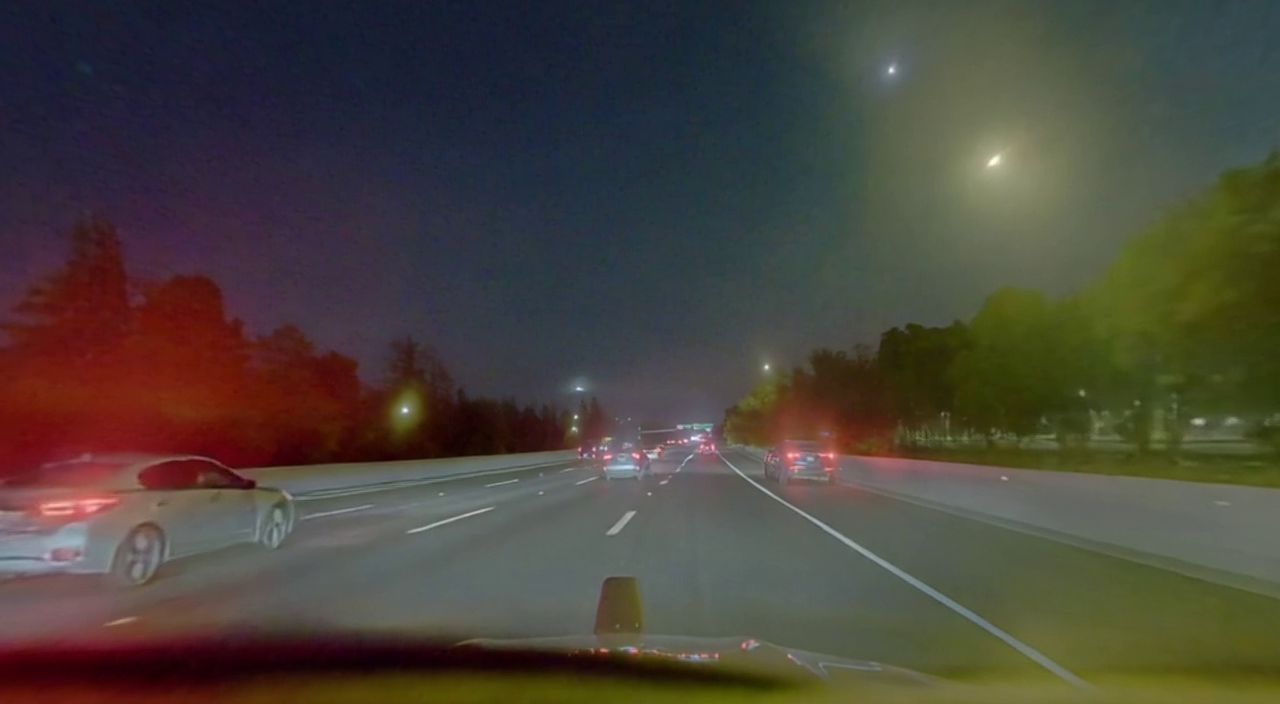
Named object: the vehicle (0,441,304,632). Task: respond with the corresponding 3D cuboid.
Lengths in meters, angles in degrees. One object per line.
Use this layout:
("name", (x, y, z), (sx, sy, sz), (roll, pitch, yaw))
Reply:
("vehicle", (-5.841, 1.650, 6.423), (1.981, 1.460, 4.792), (0, -8, 4))

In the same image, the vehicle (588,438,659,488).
("vehicle", (-0.475, 4.011, 23.202), (2.082, 1.638, 4.644), (-1, -8, 5))
